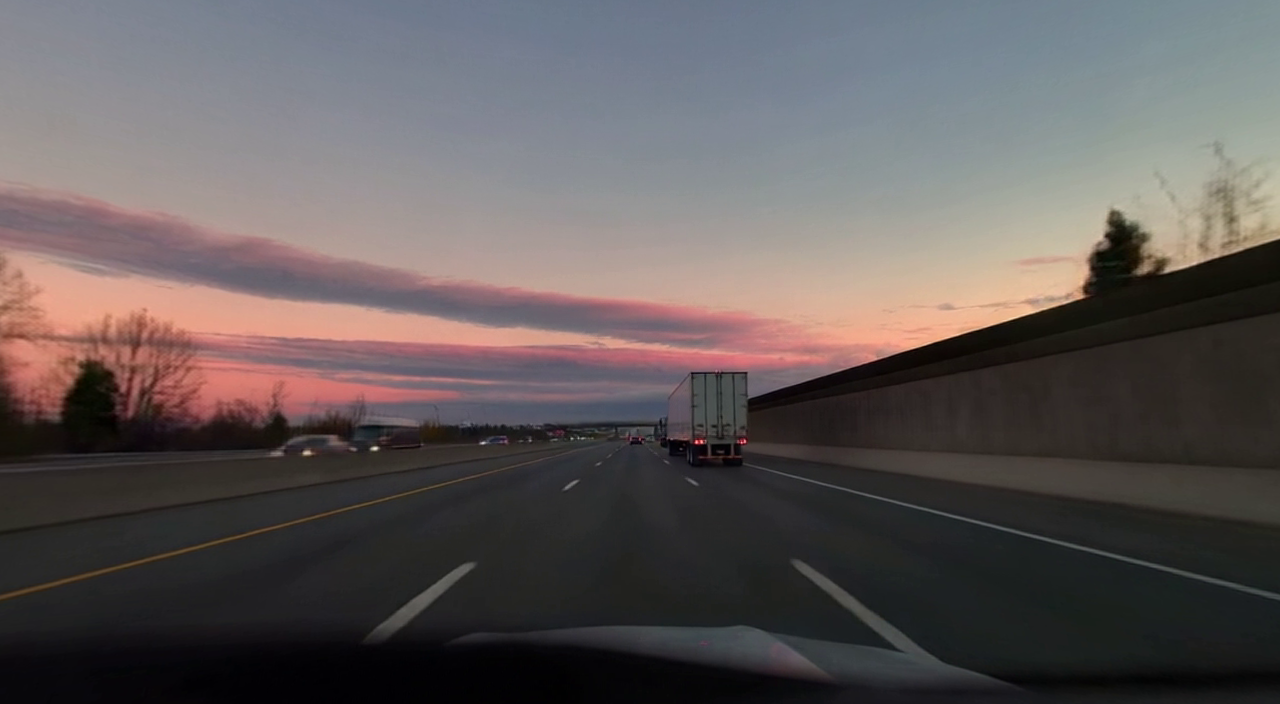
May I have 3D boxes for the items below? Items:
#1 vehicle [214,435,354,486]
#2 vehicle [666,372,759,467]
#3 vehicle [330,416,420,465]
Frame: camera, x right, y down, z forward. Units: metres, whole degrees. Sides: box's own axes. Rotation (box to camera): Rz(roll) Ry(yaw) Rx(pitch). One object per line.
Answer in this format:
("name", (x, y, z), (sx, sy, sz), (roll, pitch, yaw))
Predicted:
("vehicle", (-12.002, 3.640, 21.688), (1.933, 1.543, 4.960), (0, -8, 0))
("vehicle", (3.480, 3.941, 35.269), (2.979, 4.161, 15.508), (1, -7, -2))
("vehicle", (-15.741, 5.326, 37.944), (2.333, 2.686, 7.040), (0, -8, 0))
